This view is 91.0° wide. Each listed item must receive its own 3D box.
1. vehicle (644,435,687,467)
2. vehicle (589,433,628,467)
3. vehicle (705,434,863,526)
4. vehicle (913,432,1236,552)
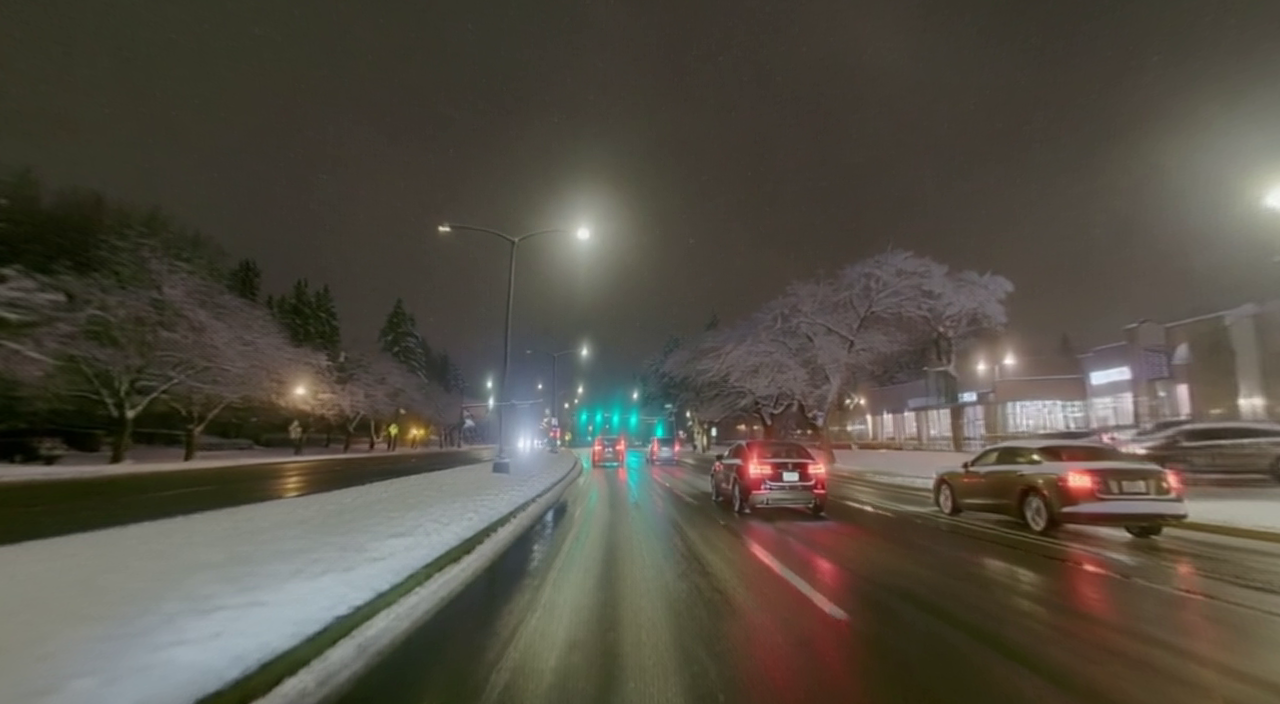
[{"bbox_3d":[1.454,5.807,37.075,2.000,1.745,4.206,1,-8,-5],"label":"vehicle"},{"bbox_3d":[-1.810,5.561,35.778,2.051,1.798,4.168,1,-8,-4],"label":"vehicle"},{"bbox_3d":[2.553,2.377,12.334,1.883,1.452,4.258,1,-8,-3],"label":"vehicle"},{"bbox_3d":[6.372,2.057,10.025,1.917,1.457,4.274,1,-8,-3],"label":"vehicle"}]
